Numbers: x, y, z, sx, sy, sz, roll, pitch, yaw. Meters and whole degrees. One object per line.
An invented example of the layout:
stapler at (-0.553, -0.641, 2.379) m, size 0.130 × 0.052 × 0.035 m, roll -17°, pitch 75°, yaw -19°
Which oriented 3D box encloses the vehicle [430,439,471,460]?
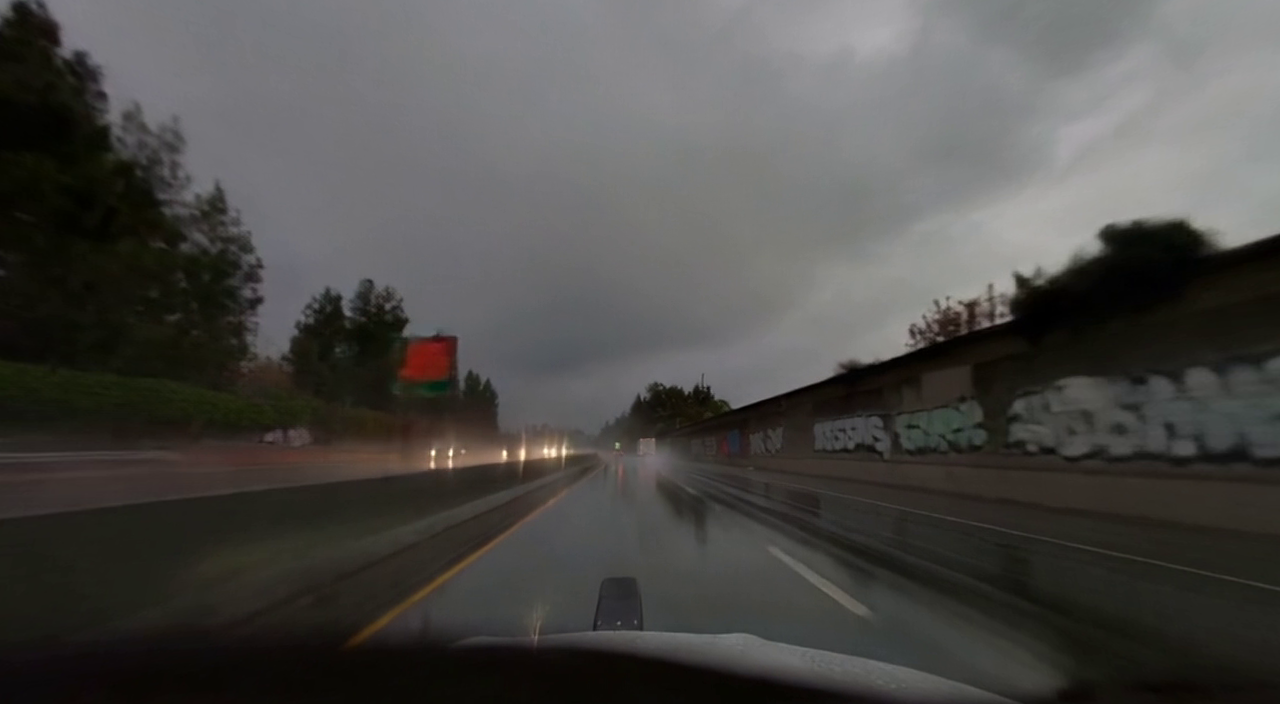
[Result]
vehicle at (-14.534, 7.496, 48.291) m, size 1.921 × 1.551 × 4.132 m, roll 0°, pitch -9°, yaw -1°
